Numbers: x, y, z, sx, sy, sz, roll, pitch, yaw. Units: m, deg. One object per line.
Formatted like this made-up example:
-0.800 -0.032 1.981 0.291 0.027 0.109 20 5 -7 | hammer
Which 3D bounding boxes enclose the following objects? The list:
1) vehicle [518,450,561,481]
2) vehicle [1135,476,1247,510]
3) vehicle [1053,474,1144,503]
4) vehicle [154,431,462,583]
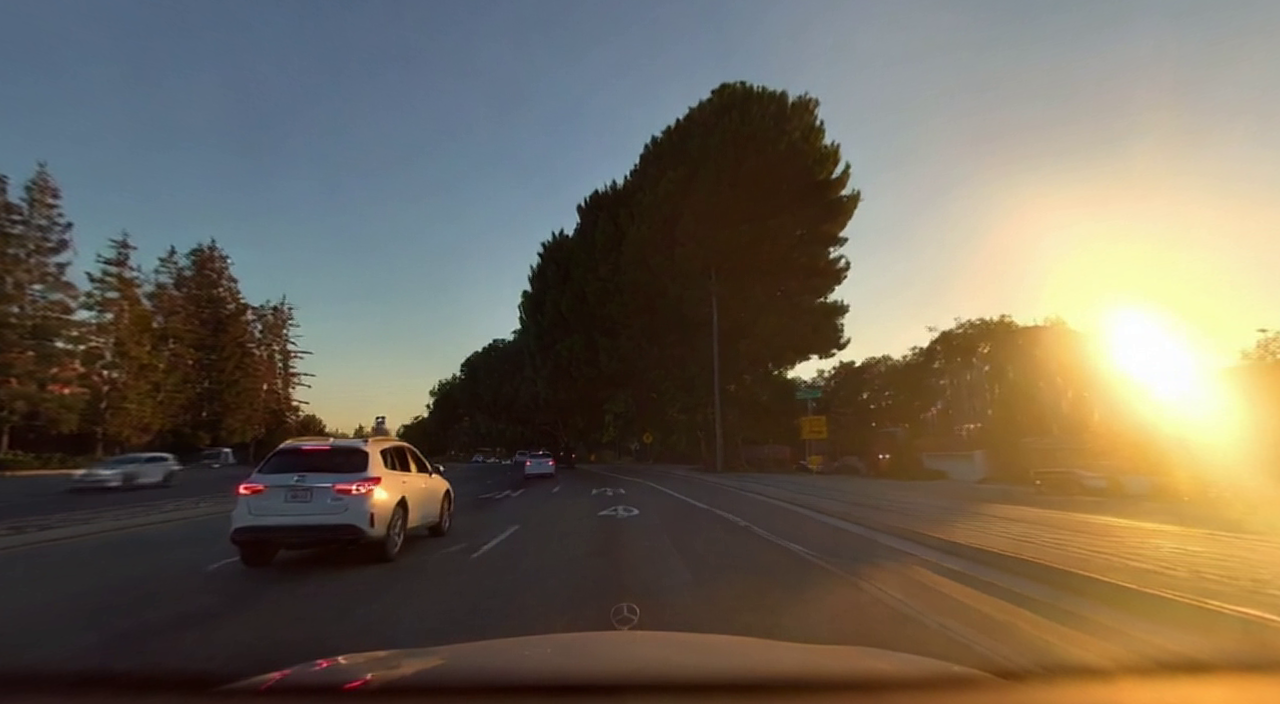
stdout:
-5.229 5.953 33.294 1.904 1.476 3.736 1 -9 -5 | vehicle
33.307 8.510 38.447 1.967 1.647 4.948 1 -9 -8 | vehicle
32.135 9.567 44.530 1.820 1.626 5.319 2 -9 -9 | vehicle
-4.252 2.027 9.217 2.098 1.613 4.606 0 -9 -2 | vehicle
